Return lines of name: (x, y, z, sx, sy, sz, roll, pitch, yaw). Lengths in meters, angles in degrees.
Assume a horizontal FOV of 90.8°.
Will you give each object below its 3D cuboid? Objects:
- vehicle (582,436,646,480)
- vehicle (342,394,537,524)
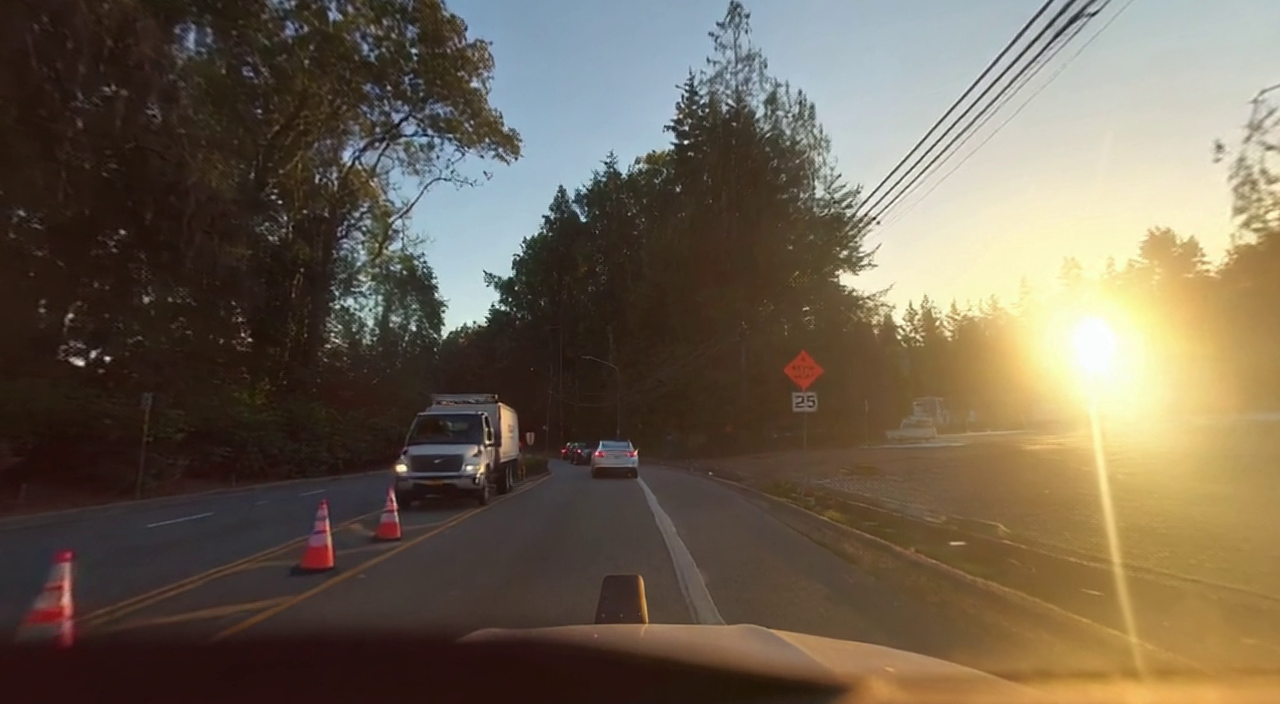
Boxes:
vehicle: (-1.041, 3.897, 23.515, 2.186, 1.463, 4.356, 1, -8, -4)
vehicle: (-3.694, 2.148, 13.249, 2.671, 2.053, 6.074, 1, -8, -6)
